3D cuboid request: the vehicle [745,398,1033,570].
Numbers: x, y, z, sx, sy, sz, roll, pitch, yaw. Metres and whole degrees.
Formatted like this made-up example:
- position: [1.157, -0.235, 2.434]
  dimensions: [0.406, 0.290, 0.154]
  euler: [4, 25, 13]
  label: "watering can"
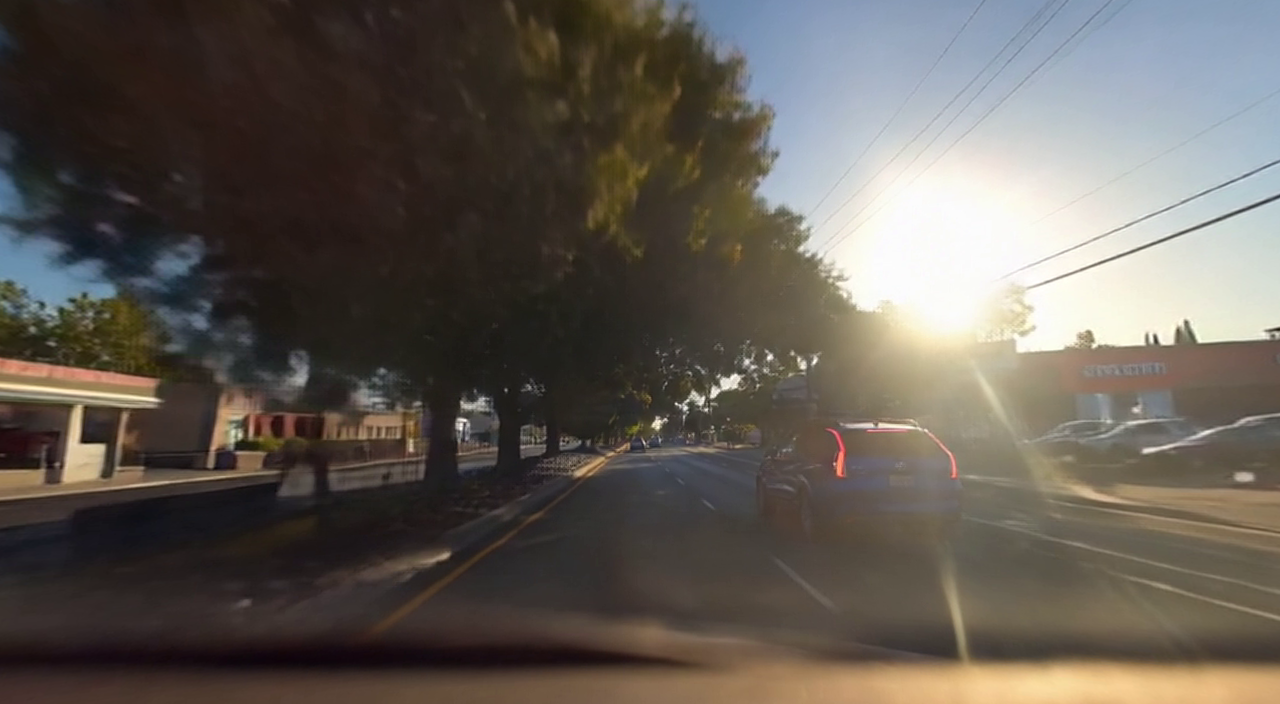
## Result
- position: [3.015, 1.741, 9.024]
  dimensions: [2.130, 1.790, 4.615]
  euler: [0, -9, -1]
  label: "vehicle"
